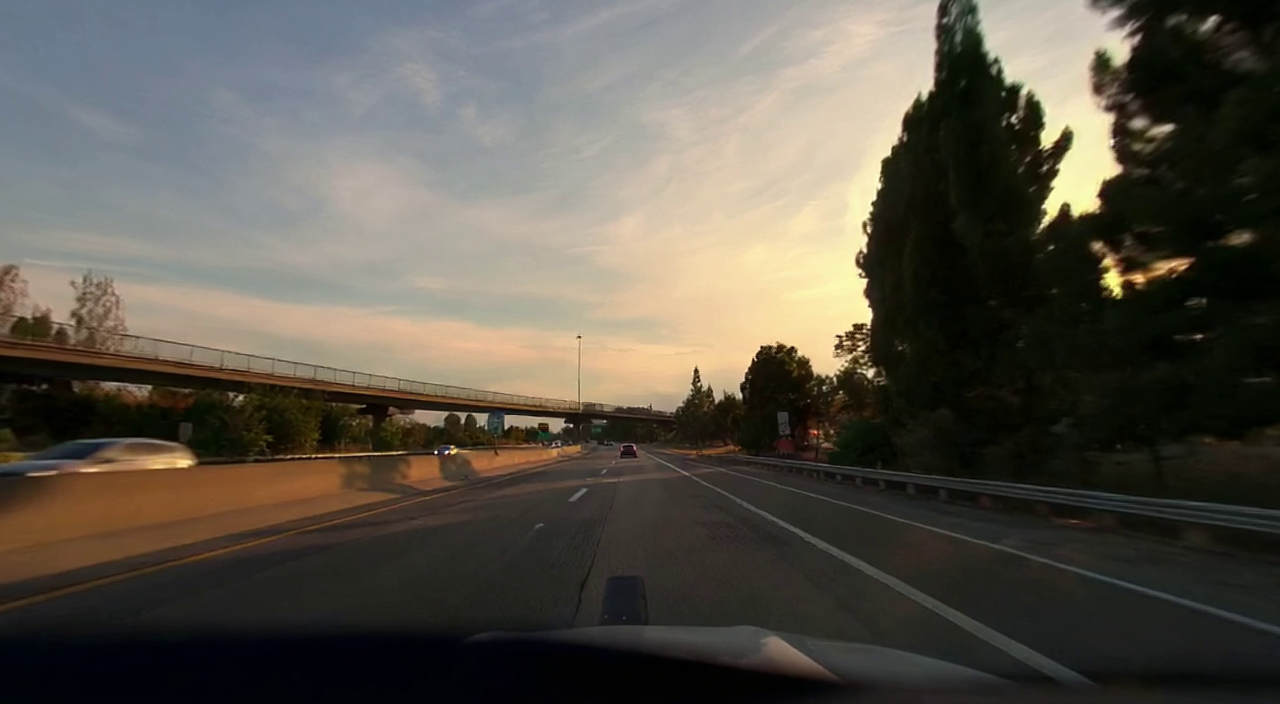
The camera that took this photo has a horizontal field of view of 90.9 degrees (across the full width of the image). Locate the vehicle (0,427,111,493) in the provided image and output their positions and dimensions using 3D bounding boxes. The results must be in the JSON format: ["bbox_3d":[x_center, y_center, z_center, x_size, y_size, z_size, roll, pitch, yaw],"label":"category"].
[{"bbox_3d":[-17.272,2.932,17.162,1.858,1.643,4.512,0,-9,-2],"label":"vehicle"}]
